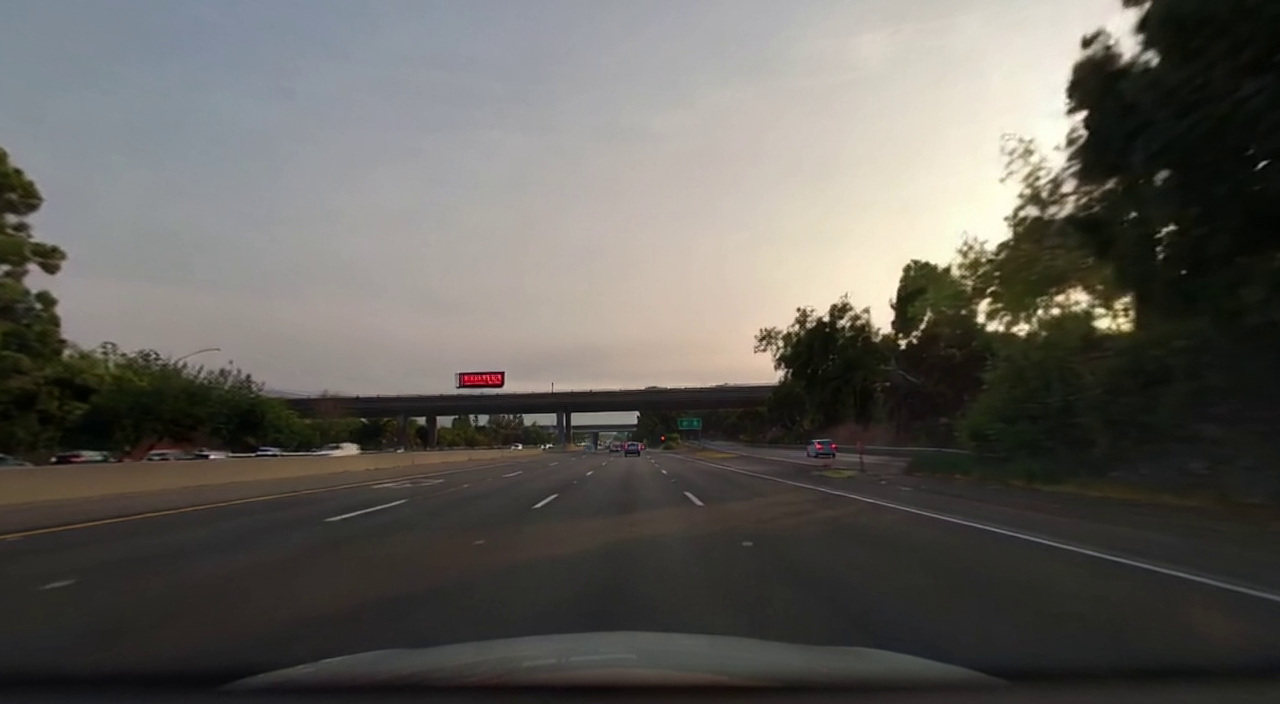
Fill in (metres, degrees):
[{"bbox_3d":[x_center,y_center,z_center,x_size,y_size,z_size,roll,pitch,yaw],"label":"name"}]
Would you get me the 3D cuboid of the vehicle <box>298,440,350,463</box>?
[{"bbox_3d":[-20.006,6.296,40.158,1.459,1.356,3.255,-1,-8,4],"label":"vehicle"}]
